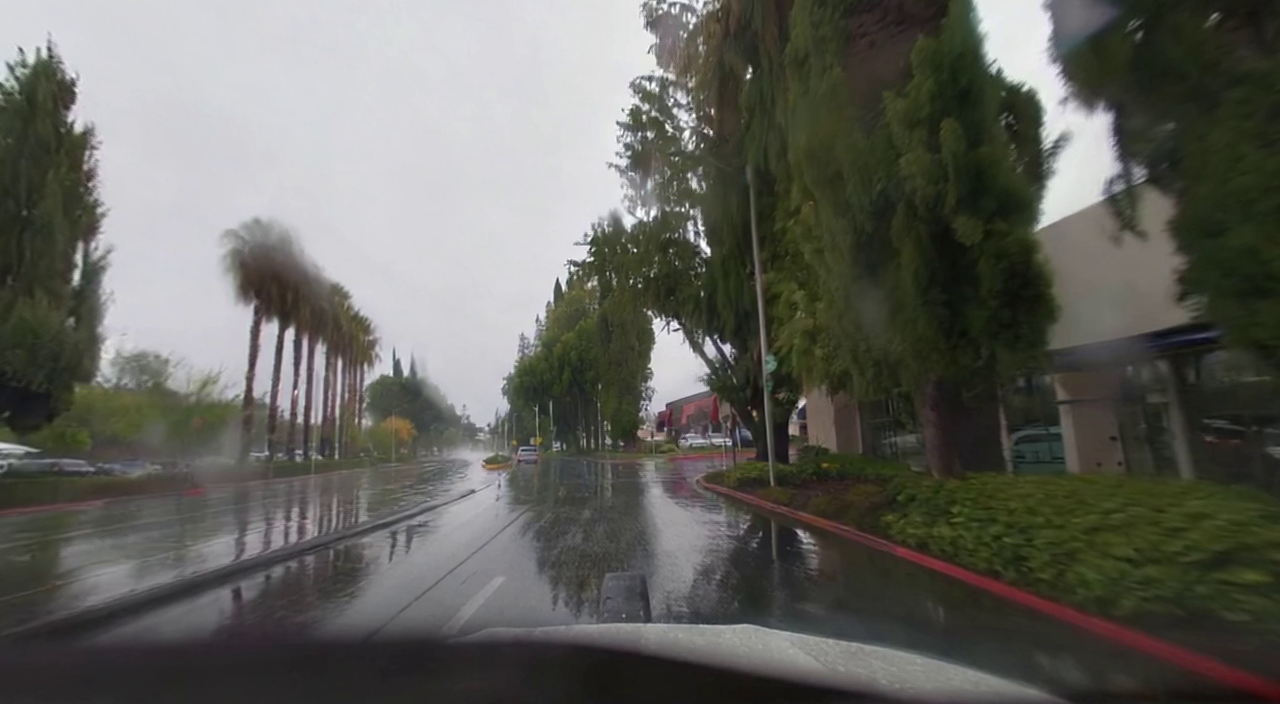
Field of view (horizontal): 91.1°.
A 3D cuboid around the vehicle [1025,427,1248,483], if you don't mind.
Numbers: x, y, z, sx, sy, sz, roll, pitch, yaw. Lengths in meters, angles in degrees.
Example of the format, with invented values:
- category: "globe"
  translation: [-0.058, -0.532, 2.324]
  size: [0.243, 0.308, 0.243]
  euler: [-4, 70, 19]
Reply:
- category: "vehicle"
  translation: [13.989, 2.927, 17.927]
  size: [4.626, 1.496, 1.895]
  euler: [-1, -9, 3]
